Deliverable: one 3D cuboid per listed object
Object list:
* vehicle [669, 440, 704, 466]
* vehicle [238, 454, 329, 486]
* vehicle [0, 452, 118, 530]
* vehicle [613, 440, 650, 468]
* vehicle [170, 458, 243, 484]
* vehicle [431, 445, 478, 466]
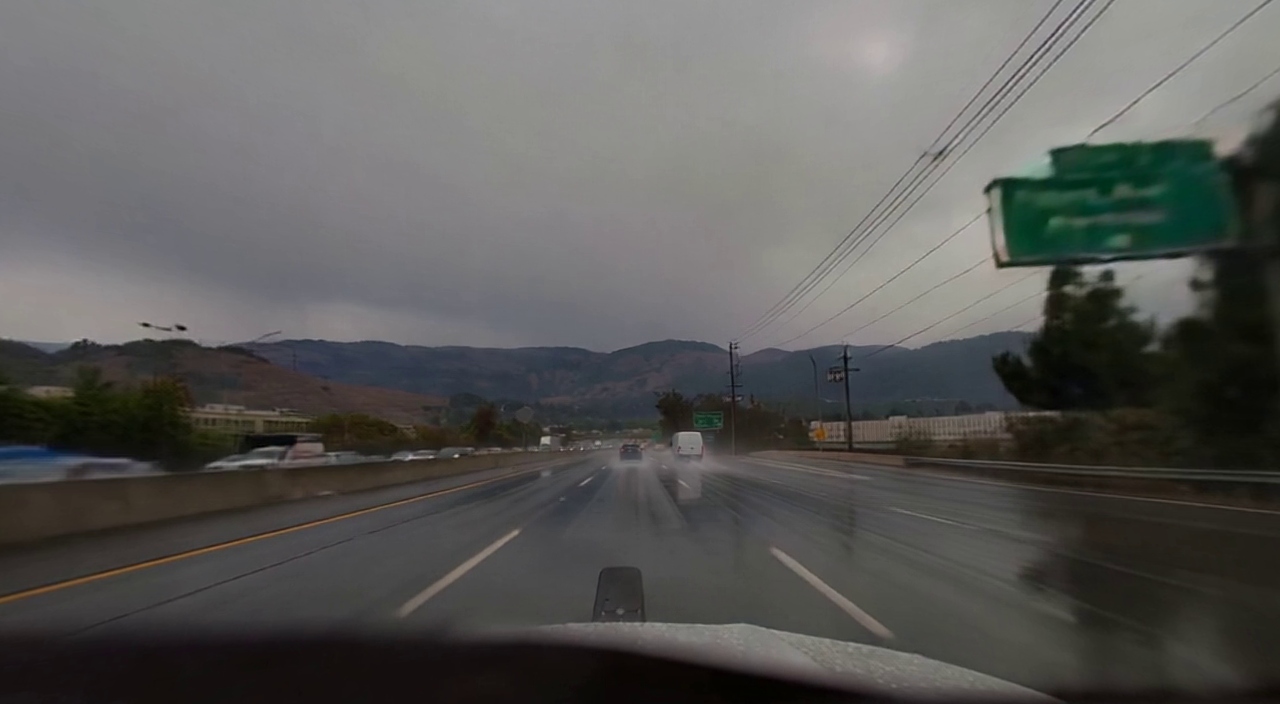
[{"bbox_3d":[3.243,7.202,45.095,2.036,1.796,4.470,0,-9,-2],"label":"vehicle"},{"bbox_3d":[-17.760,5.857,31.773,1.966,1.450,4.456,0,-9,0],"label":"vehicle"},{"bbox_3d":[-13.435,2.774,12.689,1.969,1.481,4.595,0,-9,0],"label":"vehicle"},{"bbox_3d":[-0.574,6.763,41.860,2.325,1.712,4.592,0,-9,-1],"label":"vehicle"},{"bbox_3d":[-28.158,7.730,41.208,1.900,1.551,3.993,0,-9,-1],"label":"vehicle"},{"bbox_3d":[-13.998,7.860,47.966,2.147,1.528,4.437,0,-9,0],"label":"vehicle"}]
